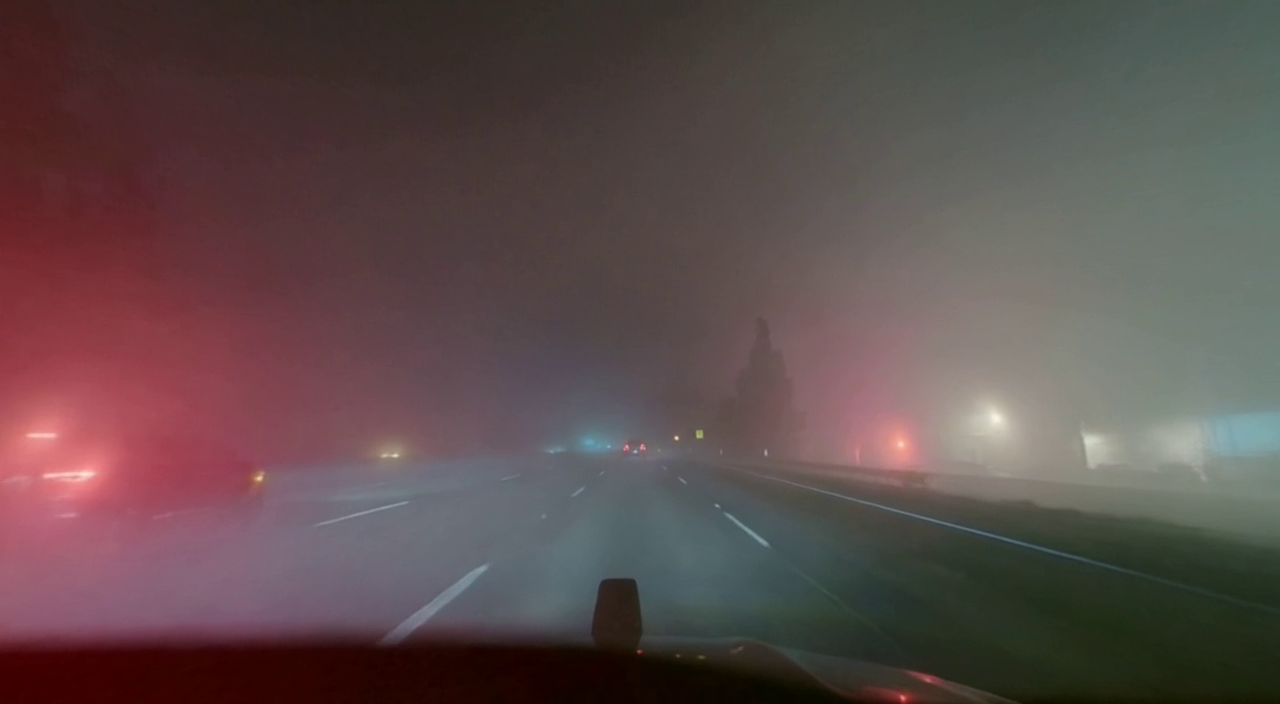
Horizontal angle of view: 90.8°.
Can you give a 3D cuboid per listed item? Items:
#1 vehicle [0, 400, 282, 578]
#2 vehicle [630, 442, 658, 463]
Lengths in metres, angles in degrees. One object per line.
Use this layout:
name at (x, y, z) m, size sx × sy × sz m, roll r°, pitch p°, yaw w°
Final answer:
vehicle at (-7.479, 1.740, 8.859) m, size 2.032 × 1.808 × 4.776 m, roll 0°, pitch -8°, yaw 1°
vehicle at (0.281, 7.742, 48.789) m, size 2.021 × 1.528 × 4.154 m, roll 0°, pitch -8°, yaw -1°
